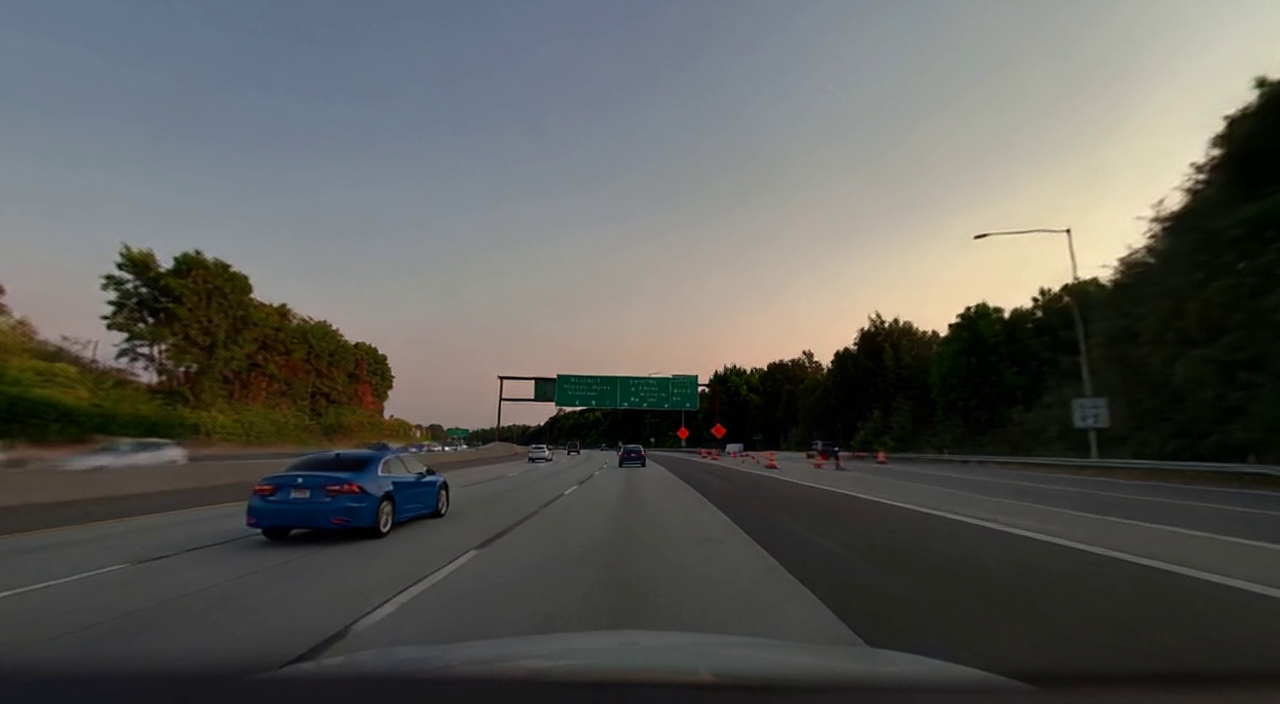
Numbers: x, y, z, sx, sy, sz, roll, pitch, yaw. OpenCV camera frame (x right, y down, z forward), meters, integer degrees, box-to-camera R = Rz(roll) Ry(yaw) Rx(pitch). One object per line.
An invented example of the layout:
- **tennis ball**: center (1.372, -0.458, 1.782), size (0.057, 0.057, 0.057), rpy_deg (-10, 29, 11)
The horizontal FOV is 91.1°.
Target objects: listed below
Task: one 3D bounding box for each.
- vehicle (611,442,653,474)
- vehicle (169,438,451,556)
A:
- **vehicle**: center (-0.424, 5.232, 31.317), size (1.963, 1.462, 4.681), rpy_deg (0, -8, -2)
- **vehicle**: center (-4.676, 2.085, 9.850), size (2.001, 1.415, 4.360), rpy_deg (0, -8, 1)
